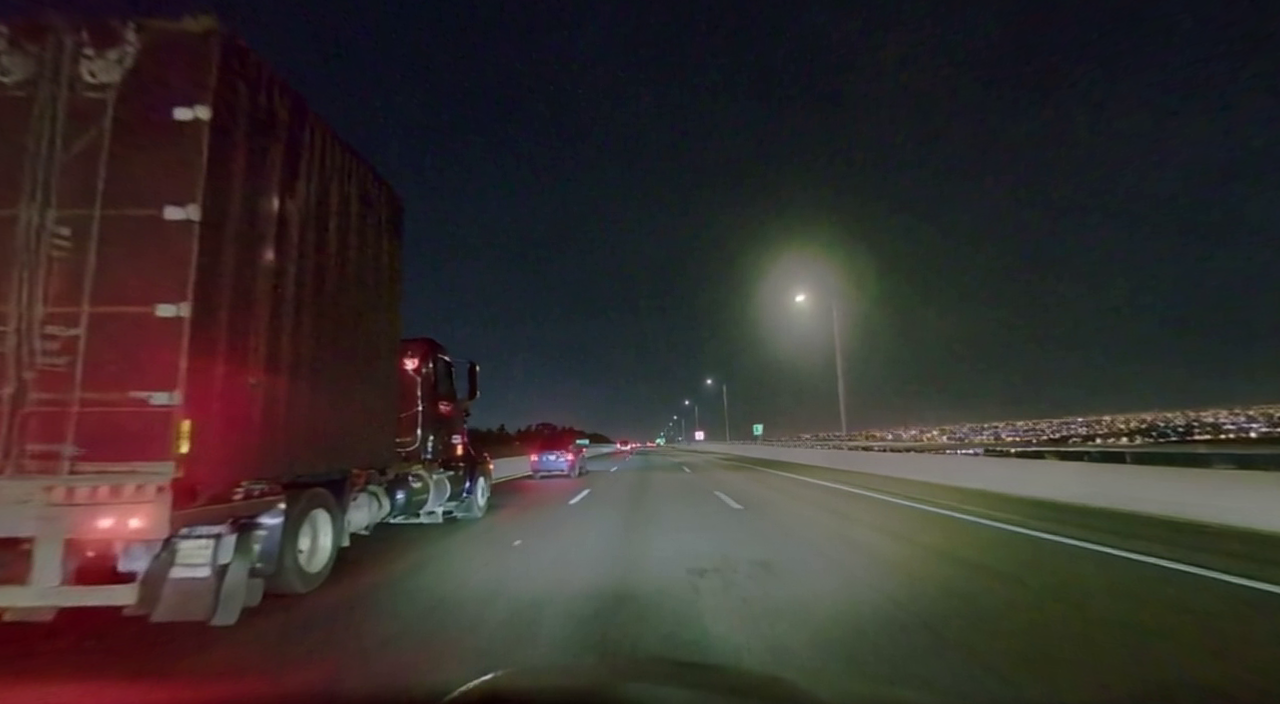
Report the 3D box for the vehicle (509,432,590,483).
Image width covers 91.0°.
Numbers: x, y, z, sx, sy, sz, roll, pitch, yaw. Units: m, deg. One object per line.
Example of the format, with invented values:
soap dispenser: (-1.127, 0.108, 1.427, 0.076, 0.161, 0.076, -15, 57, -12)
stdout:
vehicle: (-3.062, 3.687, 22.412, 2.053, 1.587, 4.855, 0, -8, 2)
